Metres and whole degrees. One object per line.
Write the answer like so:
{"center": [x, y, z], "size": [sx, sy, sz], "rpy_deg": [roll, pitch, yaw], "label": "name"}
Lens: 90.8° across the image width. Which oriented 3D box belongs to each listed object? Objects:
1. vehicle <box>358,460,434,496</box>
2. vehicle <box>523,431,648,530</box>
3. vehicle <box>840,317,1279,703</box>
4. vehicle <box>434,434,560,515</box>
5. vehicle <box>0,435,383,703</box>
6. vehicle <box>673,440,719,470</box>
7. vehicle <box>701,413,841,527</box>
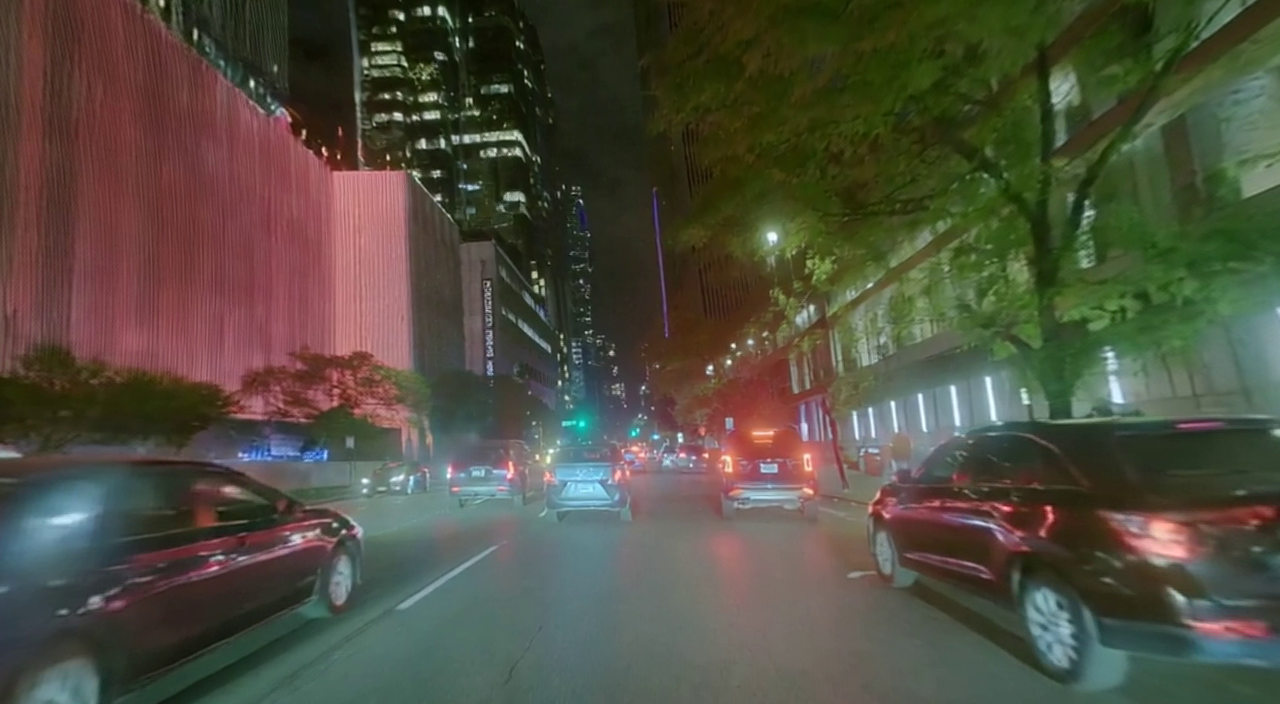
{"center": [-12.363, 6.391, 32.326], "size": [2.122, 1.606, 4.221], "rpy_deg": [0, -8, 0], "label": "vehicle"}
{"center": [-0.908, 2.492, 12.815], "size": [2.076, 1.667, 3.948], "rpy_deg": [0, -8, 2], "label": "vehicle"}
{"center": [3.107, 1.071, 4.320], "size": [1.971, 1.749, 4.564], "rpy_deg": [0, -8, 0], "label": "vehicle"}
{"center": [-3.579, 3.146, 16.852], "size": [2.000, 1.818, 4.668], "rpy_deg": [-1, -8, 4], "label": "vehicle"}
{"center": [-3.401, 1.240, 3.590], "size": [1.940, 1.481, 4.376], "rpy_deg": [0, -8, 1], "label": "vehicle"}
{"center": [2.924, 5.467, 33.918], "size": [2.065, 1.461, 4.181], "rpy_deg": [0, -8, -1], "label": "vehicle"}
{"center": [2.633, 2.402, 13.493], "size": [2.352, 1.953, 4.798], "rpy_deg": [-1, -8, 8], "label": "vehicle"}
